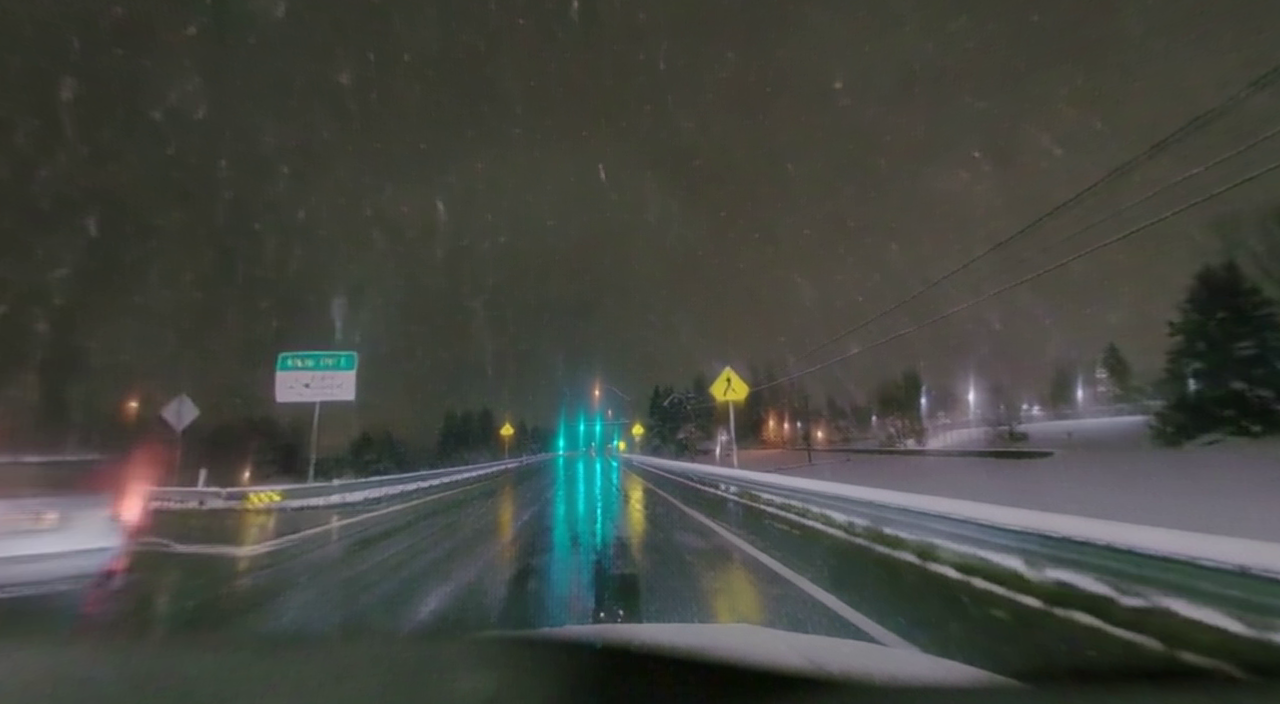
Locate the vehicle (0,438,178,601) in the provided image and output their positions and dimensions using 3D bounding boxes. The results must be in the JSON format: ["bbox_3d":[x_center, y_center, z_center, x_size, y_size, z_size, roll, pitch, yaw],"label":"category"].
[{"bbox_3d":[-6.899,1.814,7.526,2.006,1.486,3.950,6,-11,-36],"label":"vehicle"}]
